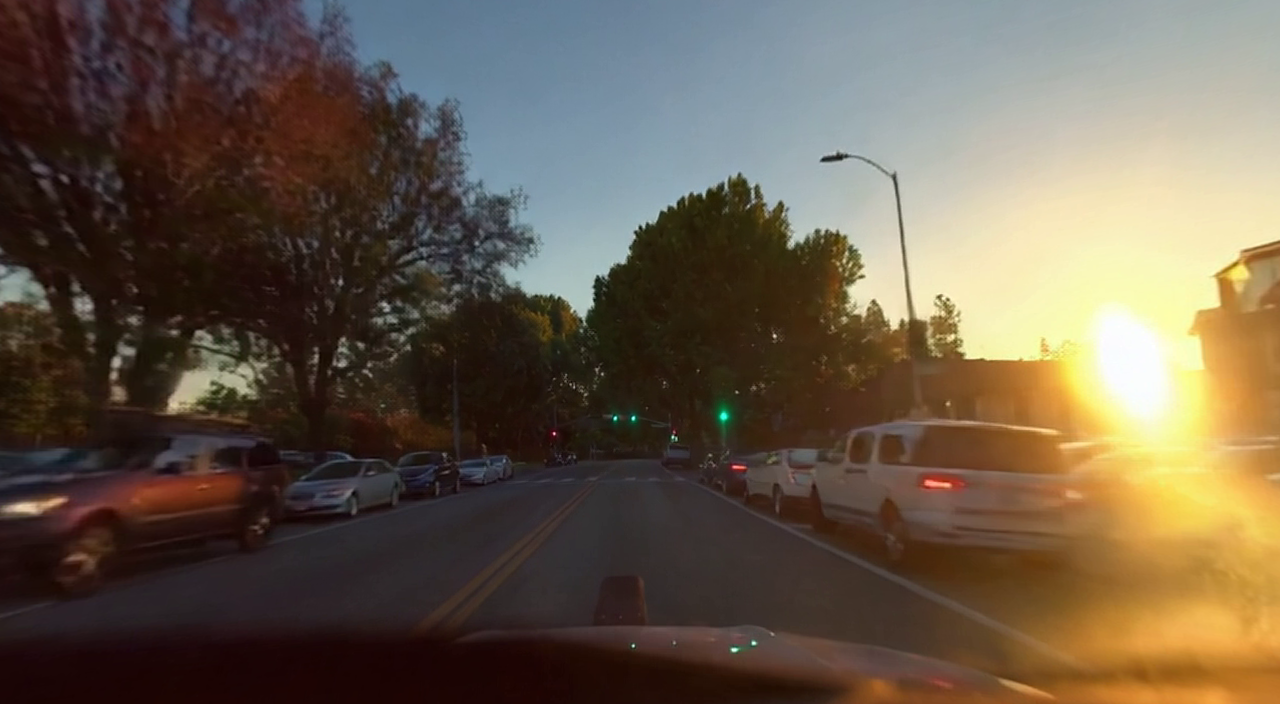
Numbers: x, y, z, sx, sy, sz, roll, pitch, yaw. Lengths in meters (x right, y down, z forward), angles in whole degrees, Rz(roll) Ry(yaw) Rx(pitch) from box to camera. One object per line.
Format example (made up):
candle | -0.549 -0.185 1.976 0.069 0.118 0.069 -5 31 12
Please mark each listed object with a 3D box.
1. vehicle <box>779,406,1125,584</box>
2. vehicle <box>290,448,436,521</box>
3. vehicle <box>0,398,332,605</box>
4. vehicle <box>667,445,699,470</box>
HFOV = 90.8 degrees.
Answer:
vehicle | 3.925 1.922 9.552 2.255 1.863 5.629 0 -8 -1
vehicle | -7.454 3.550 17.627 2.113 1.486 4.774 -2 -7 -2
vehicle | -7.260 2.001 9.867 2.382 2.223 5.472 -3 -6 -3
vehicle | 3.338 8.252 49.696 2.034 1.906 4.653 0 -8 -2
